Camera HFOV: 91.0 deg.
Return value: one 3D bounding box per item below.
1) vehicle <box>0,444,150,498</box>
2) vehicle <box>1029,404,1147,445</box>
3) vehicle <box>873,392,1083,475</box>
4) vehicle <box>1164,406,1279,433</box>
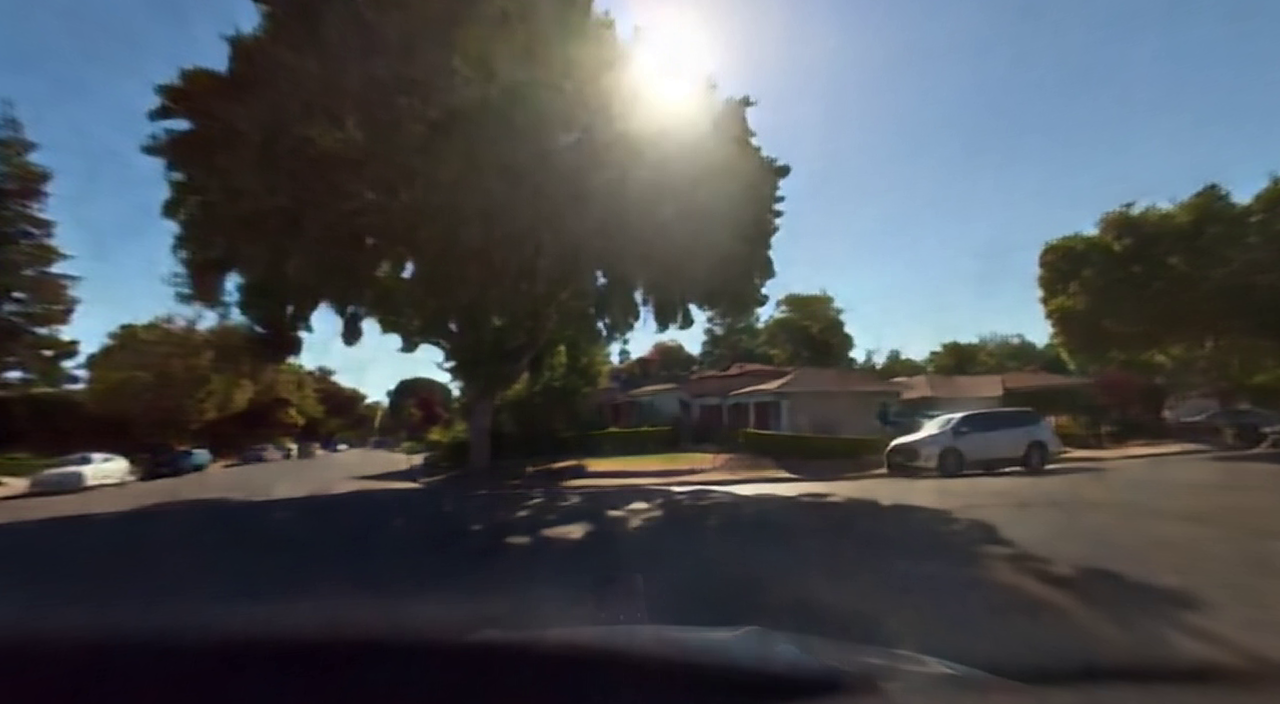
[{"bbox_3d":[-18.557,3.863,21.002,2.040,1.525,5.212,3,-9,-22],"label":"vehicle"},{"bbox_3d":[22.824,3.791,32.286,2.029,1.747,4.373,3,-11,-21],"label":"vehicle"},{"bbox_3d":[9.991,2.430,18.509,6.088,2.084,2.337,4,-10,-28],"label":"vehicle"},{"bbox_3d":[37.696,4.465,40.963,2.079,1.558,4.977,4,-9,-26],"label":"vehicle"}]
